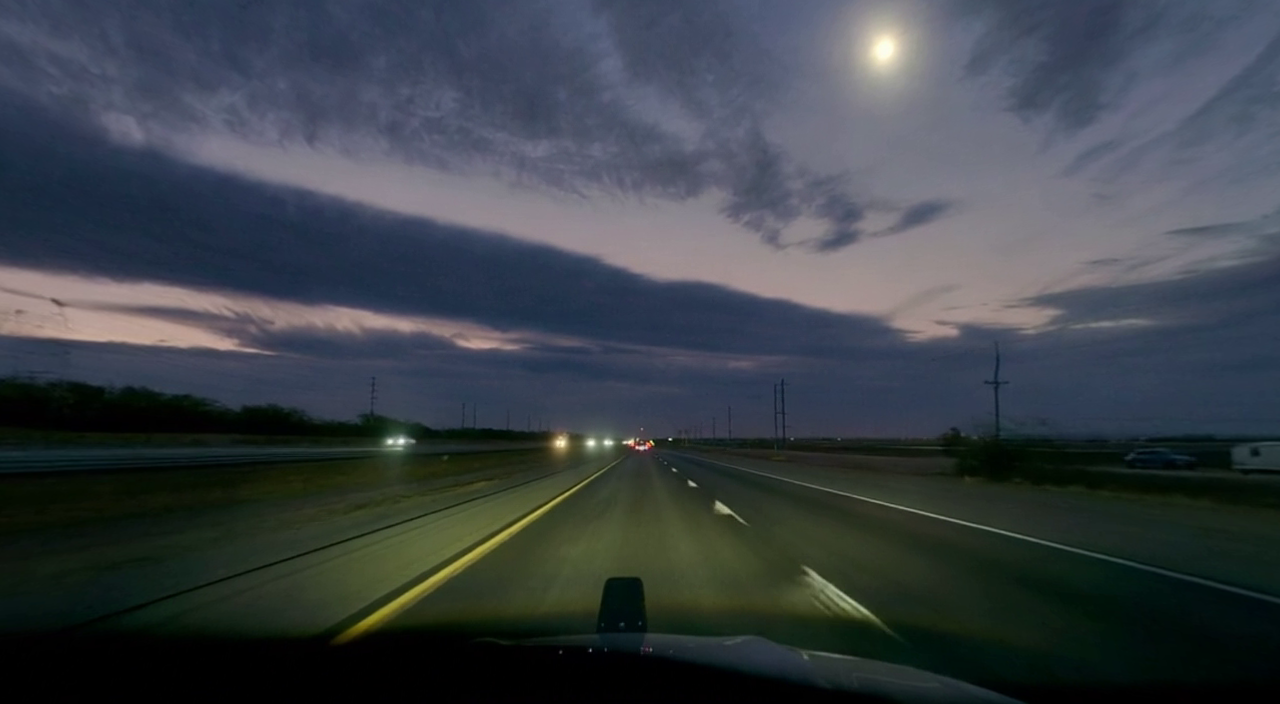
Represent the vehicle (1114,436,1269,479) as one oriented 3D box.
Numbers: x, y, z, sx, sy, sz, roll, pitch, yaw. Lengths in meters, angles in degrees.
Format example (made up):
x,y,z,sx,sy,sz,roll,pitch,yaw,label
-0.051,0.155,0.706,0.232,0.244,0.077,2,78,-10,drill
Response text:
x,y,z,sx,sy,sz,roll,pitch,yaw,label
36.856,7.108,42.752,2.760,2.529,8.485,-1,-9,-1,vehicle
